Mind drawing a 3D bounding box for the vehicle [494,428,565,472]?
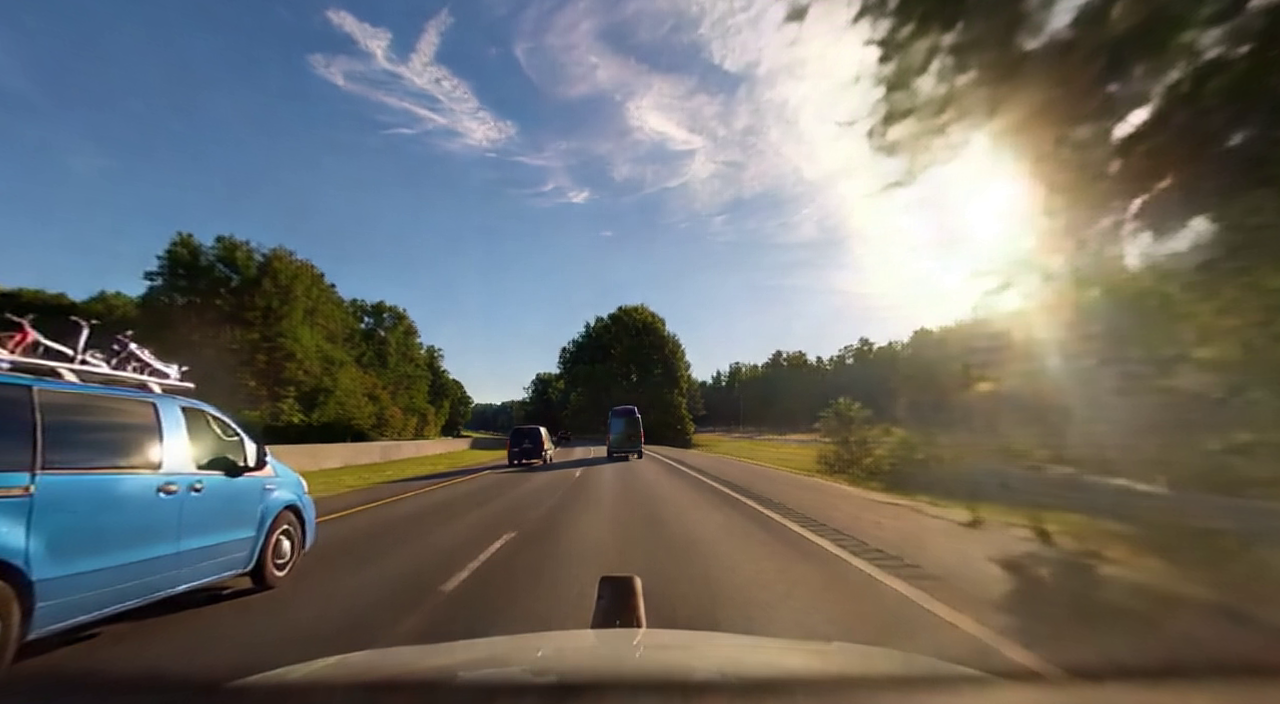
[{"bbox_3d":[-4.384,3.959,25.654,2.110,1.636,4.453,0,-8,-1],"label":"vehicle"}]

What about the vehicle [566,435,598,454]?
[{"bbox_3d":[-4.516,7.337,49.996,2.251,1.459,4.236,0,-8,-2],"label":"vehicle"}]

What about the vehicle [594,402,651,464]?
[{"bbox_3d":[-0.947,4.279,32.886,2.647,2.896,6.480,0,-8,-2],"label":"vehicle"}]

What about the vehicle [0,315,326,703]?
[{"bbox_3d":[-3.690,0.782,2.962,2.069,1.751,4.720,0,-8,-1],"label":"vehicle"}]
